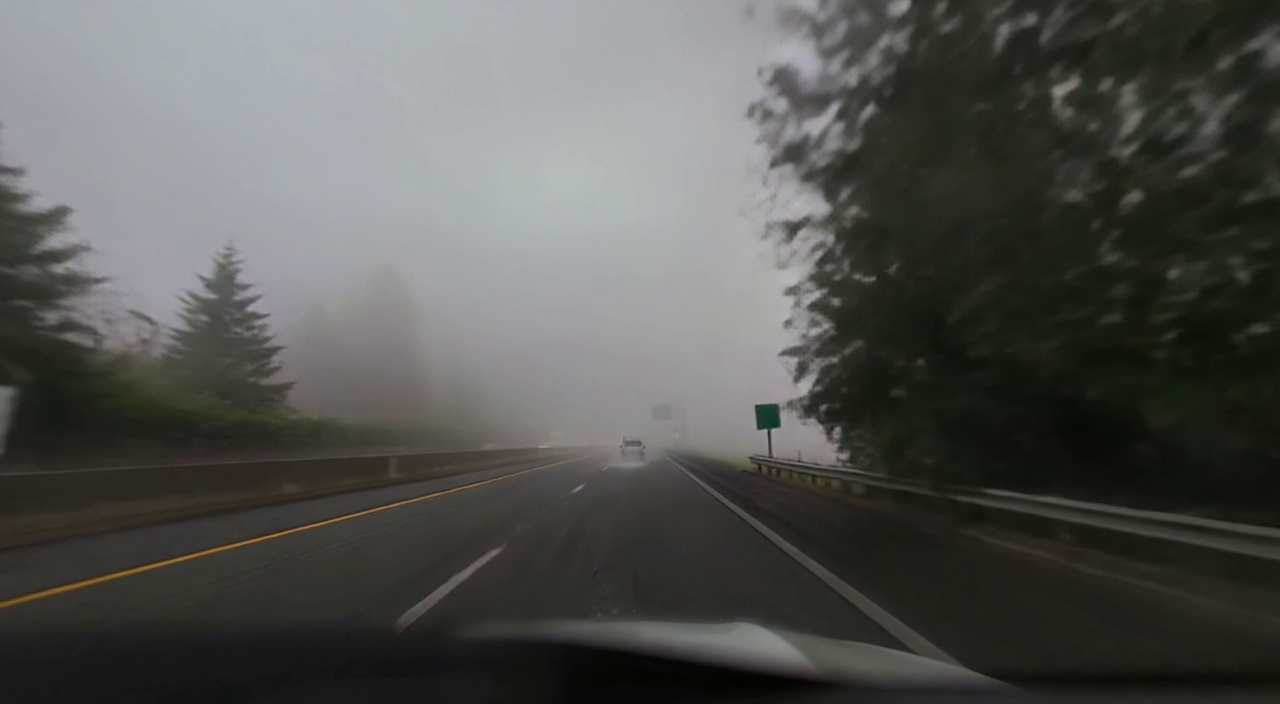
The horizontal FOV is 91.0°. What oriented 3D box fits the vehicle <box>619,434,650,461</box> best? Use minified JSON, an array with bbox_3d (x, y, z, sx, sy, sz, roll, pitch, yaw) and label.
[{"bbox_3d":[-0.382,6.903,45.554,2.188,1.825,4.282,-1,-8,0],"label":"vehicle"}]
